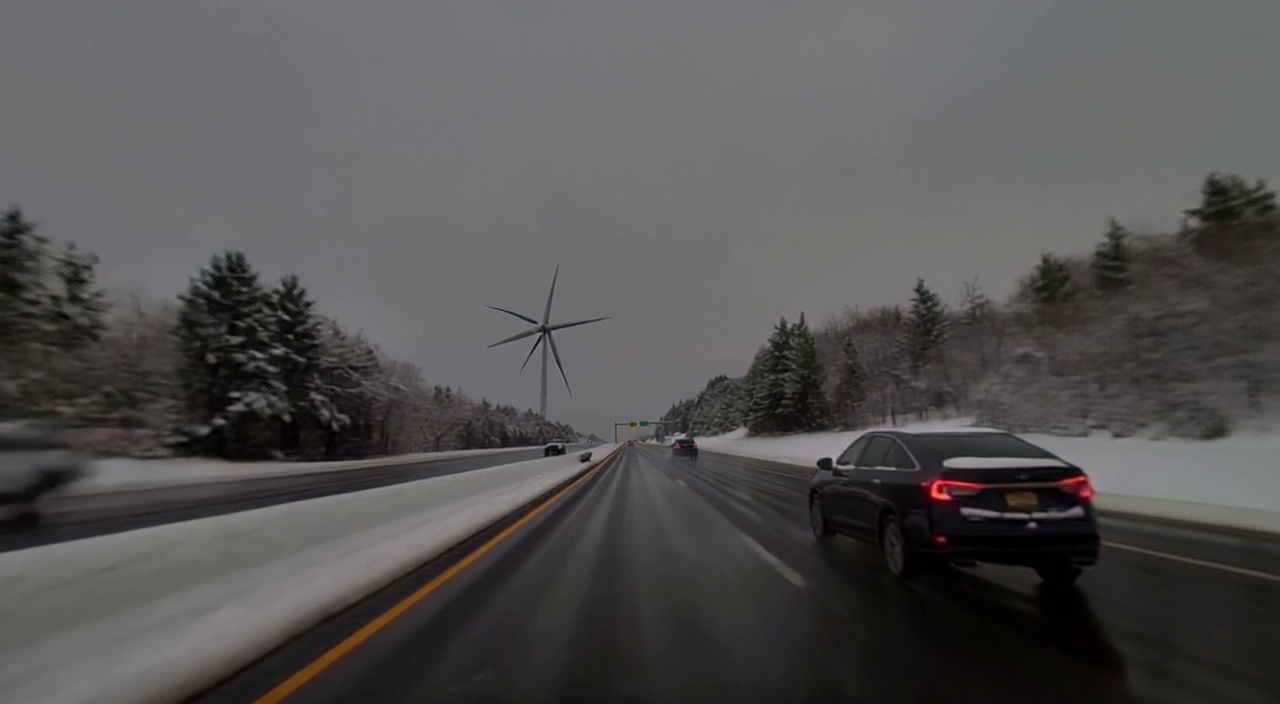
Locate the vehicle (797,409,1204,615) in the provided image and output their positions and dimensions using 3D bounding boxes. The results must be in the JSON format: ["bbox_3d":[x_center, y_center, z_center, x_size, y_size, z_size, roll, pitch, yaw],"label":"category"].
[{"bbox_3d":[3.439,1.572,7.250,2.038,1.624,4.312,0,-8,-1],"label":"vehicle"}]

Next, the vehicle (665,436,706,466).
[{"bbox_3d":[2.691,5.972,38.282,2.066,1.661,4.500,0,-8,-2],"label":"vehicle"}]
